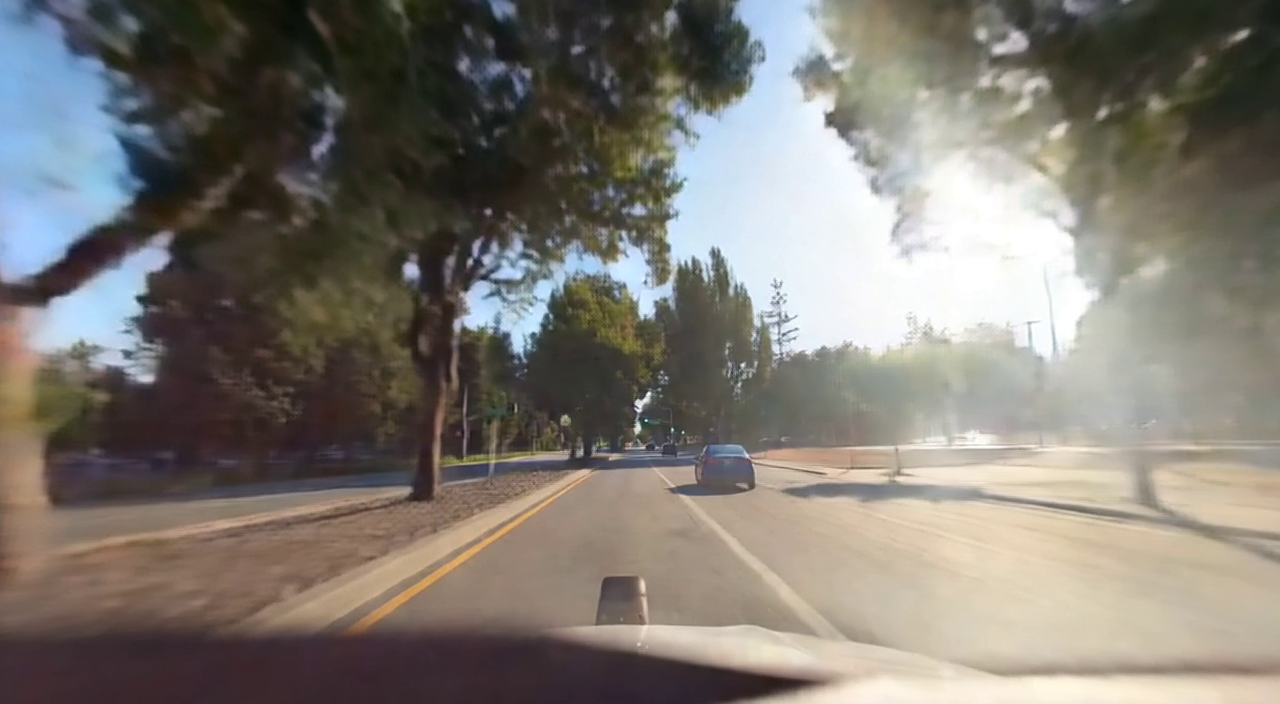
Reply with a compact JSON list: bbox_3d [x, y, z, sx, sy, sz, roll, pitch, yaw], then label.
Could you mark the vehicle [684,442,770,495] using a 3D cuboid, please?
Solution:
[{"bbox_3d":[2.641,3.651,20.212,2.056,1.483,4.091,0,-8,-1],"label":"vehicle"}]
